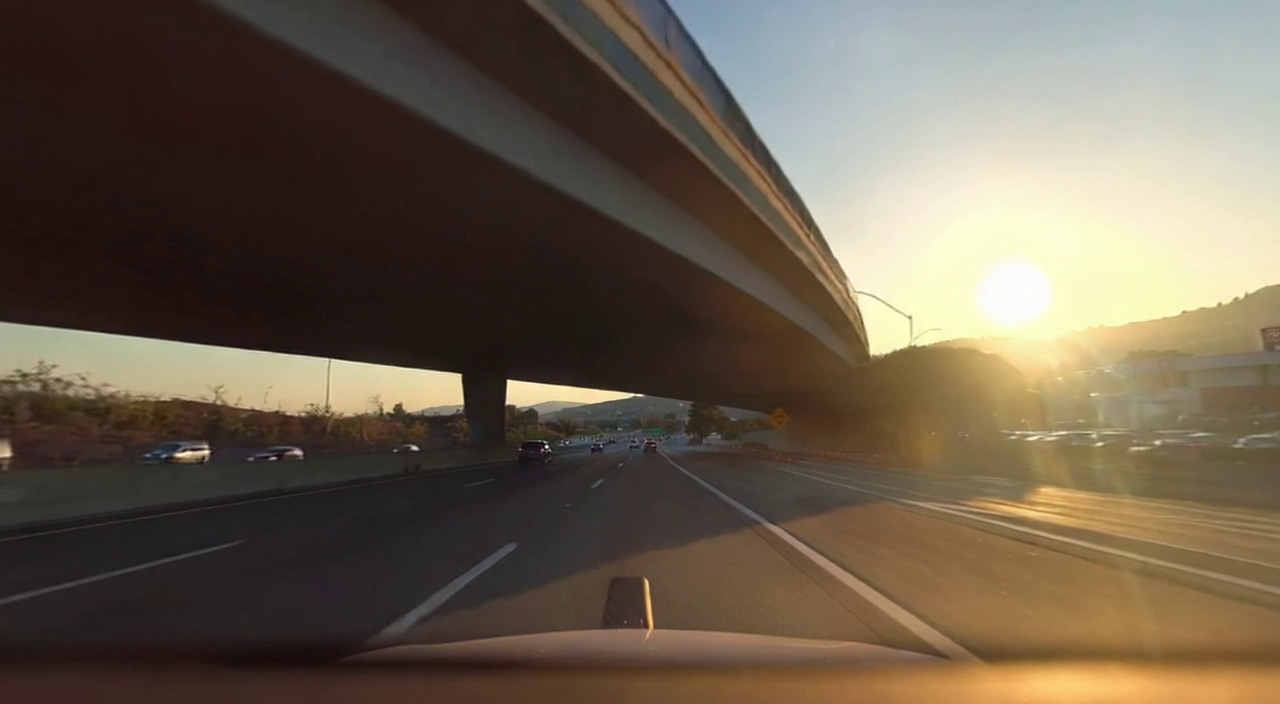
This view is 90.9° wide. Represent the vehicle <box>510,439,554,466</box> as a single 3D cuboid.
[{"bbox_3d":[-7.244,6.788,42.772,2.088,1.678,4.426,0,-8,1],"label":"vehicle"}]
